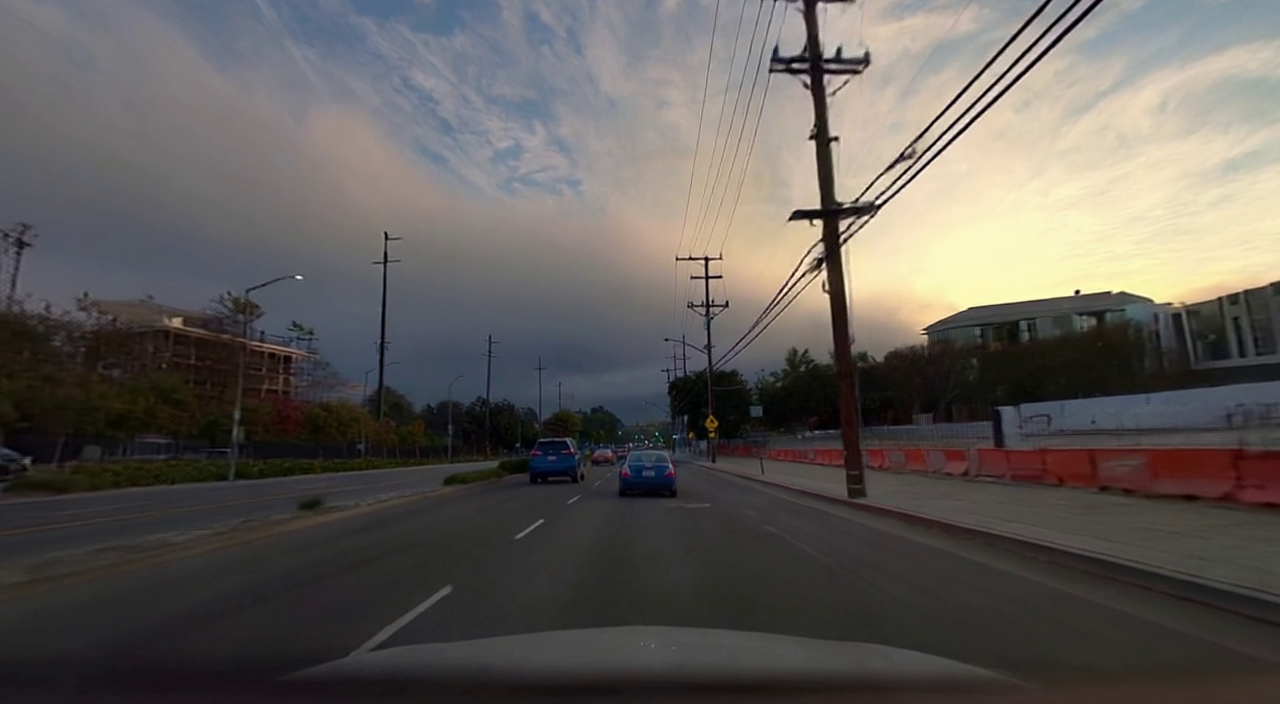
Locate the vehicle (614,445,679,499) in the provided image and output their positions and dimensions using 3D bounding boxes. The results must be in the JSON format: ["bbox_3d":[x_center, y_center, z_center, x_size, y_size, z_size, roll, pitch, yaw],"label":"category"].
[{"bbox_3d":[0.201,4.092,21.864,2.059,1.691,3.980,0,-8,0],"label":"vehicle"}]

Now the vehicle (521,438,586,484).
[{"bbox_3d":[-3.640,4.662,27.259,2.078,1.804,4.387,0,-8,2],"label":"vehicle"}]

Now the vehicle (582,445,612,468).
[{"bbox_3d":[-3.317,8.106,48.949,1.910,1.713,4.786,0,-8,1],"label":"vehicle"}]
